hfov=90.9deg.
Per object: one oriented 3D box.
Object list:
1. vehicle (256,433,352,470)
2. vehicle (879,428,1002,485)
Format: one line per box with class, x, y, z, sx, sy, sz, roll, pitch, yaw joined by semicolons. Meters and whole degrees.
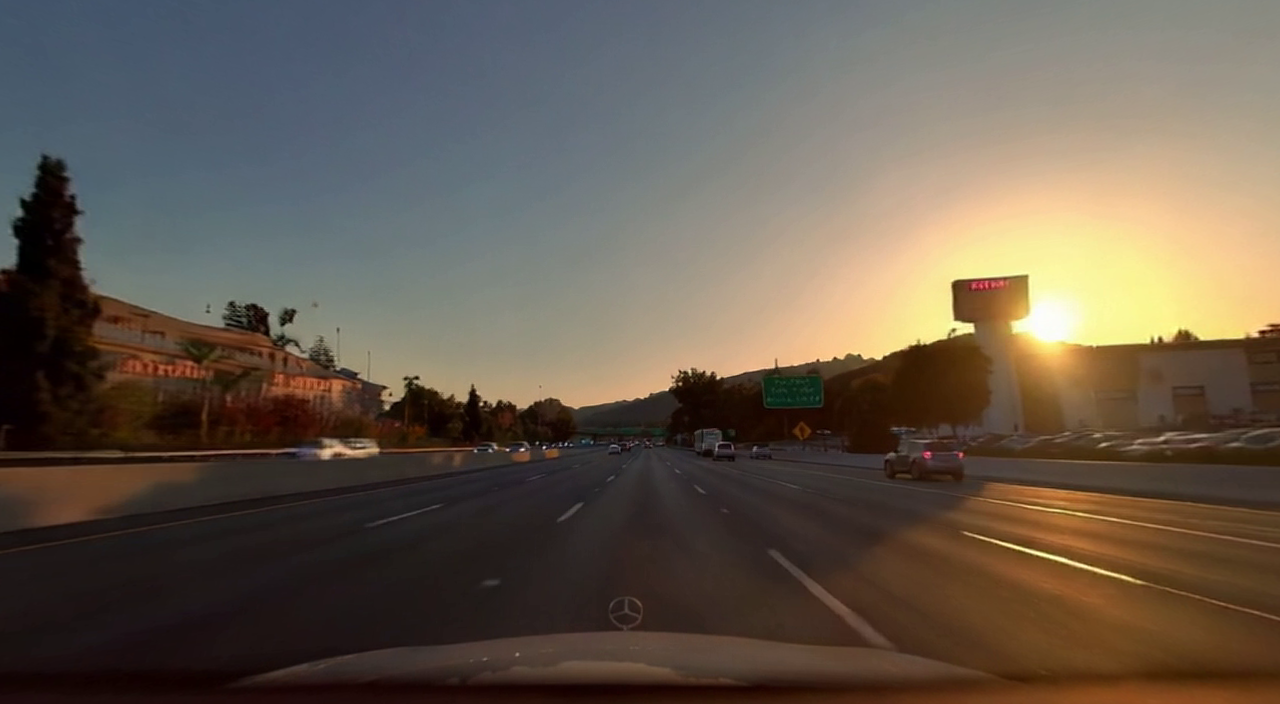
vehicle;-15.897;4.726;30.192;1.955;1.600;4.683;0;-8;1
vehicle;10.859;3.809;23.267;2.168;1.861;4.678;0;-8;0
